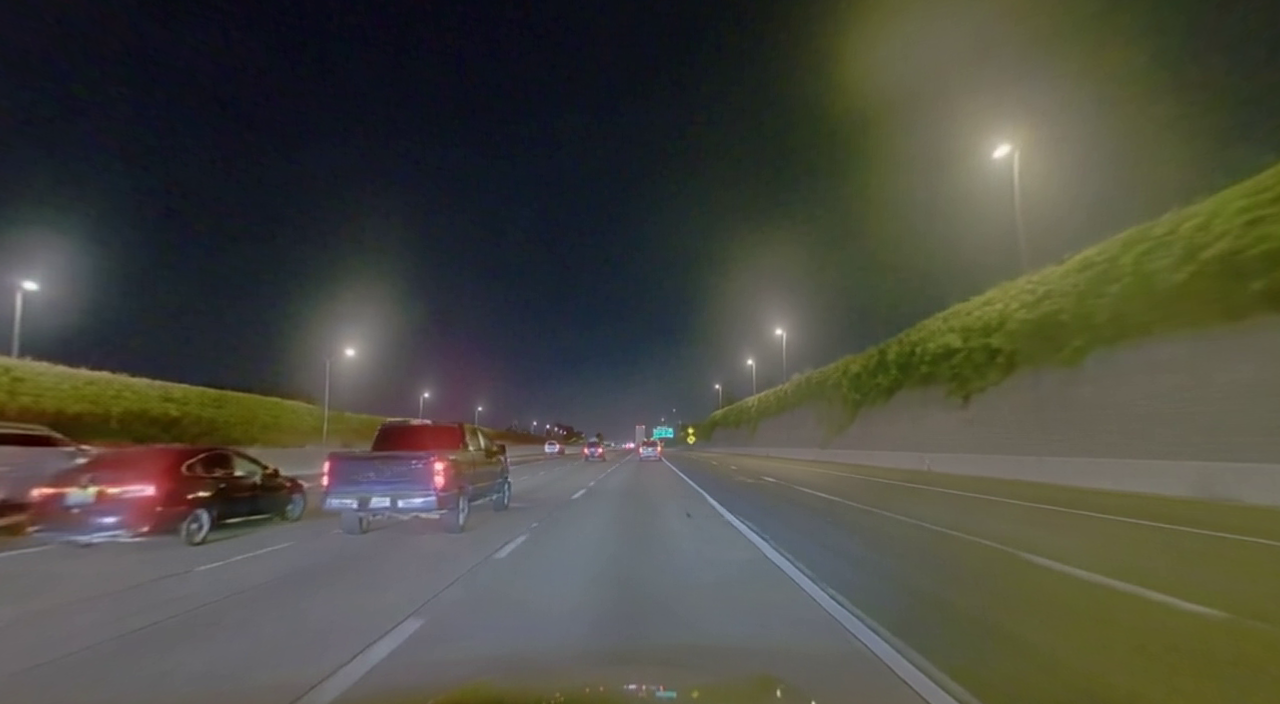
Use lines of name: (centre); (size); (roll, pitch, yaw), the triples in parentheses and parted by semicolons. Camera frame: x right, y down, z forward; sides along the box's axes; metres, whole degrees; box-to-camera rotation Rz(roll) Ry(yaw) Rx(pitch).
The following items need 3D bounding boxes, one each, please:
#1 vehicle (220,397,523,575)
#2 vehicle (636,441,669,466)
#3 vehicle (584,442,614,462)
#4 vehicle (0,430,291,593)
vehicle: (-3.191, 1.720, 8.922); (2.124, 1.787, 4.830); (-1, -8, 0)
vehicle: (0.779, 6.613, 41.346); (2.073, 1.480, 4.343); (0, -8, 0)
vehicle: (-3.165, 7.901, 49.865); (2.056, 1.480, 4.022); (-1, -8, 1)
vehicle: (-6.630, 1.787, 8.007); (1.887, 1.475, 4.316); (-1, -8, 1)
